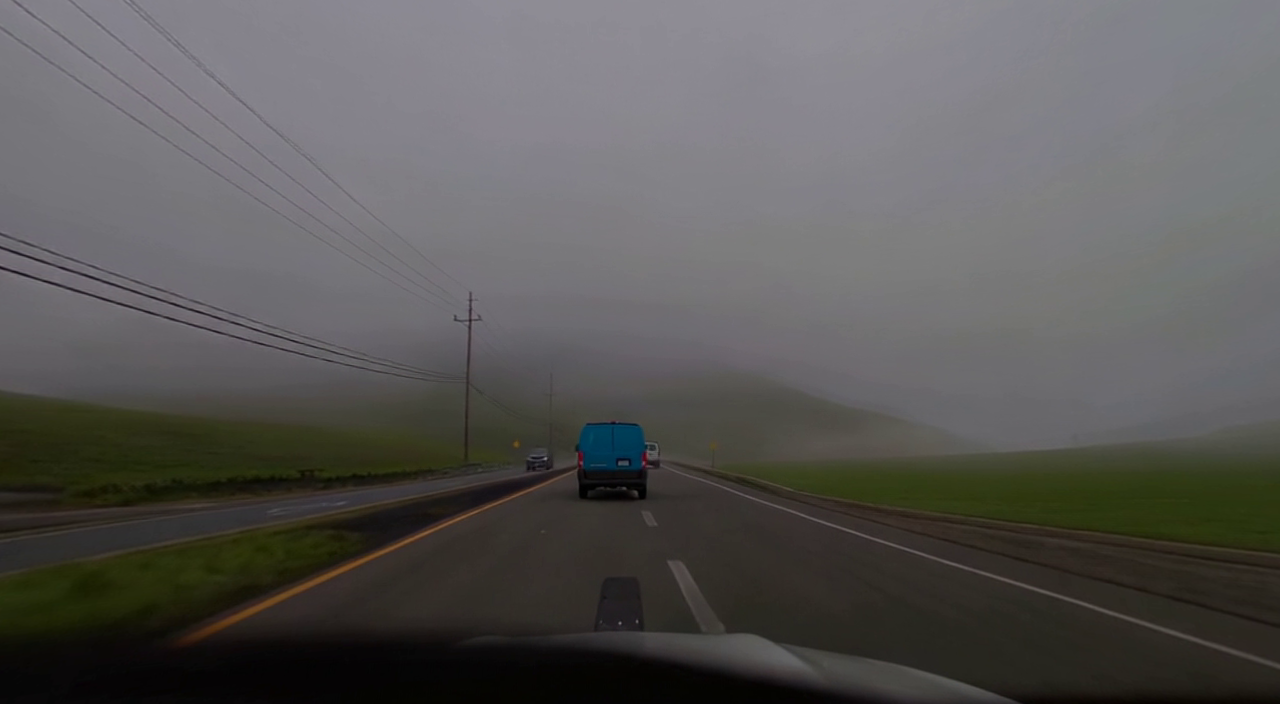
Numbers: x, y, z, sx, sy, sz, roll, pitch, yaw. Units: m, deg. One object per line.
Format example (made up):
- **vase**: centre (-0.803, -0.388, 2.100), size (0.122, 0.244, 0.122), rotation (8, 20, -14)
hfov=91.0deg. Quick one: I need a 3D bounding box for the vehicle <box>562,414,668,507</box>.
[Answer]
- **vehicle**: centre (-0.668, 2.884, 17.006), size (2.454, 2.144, 4.535), rotation (0, -9, -2)
